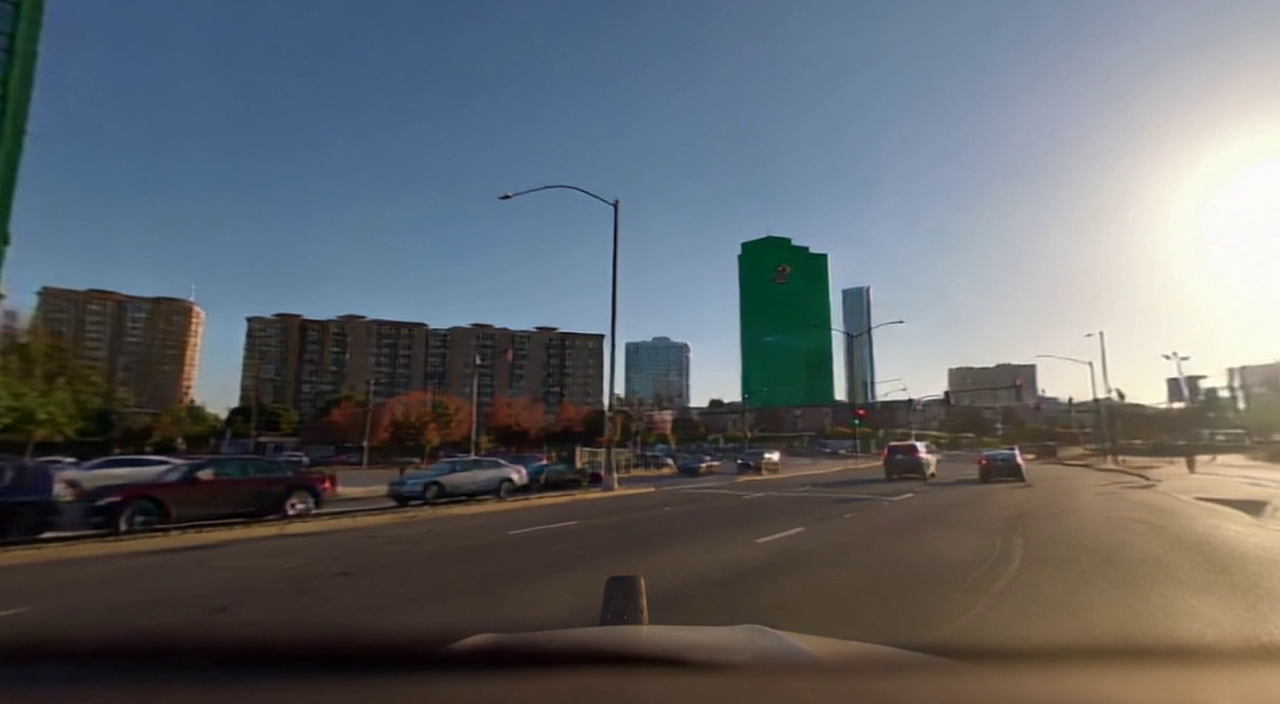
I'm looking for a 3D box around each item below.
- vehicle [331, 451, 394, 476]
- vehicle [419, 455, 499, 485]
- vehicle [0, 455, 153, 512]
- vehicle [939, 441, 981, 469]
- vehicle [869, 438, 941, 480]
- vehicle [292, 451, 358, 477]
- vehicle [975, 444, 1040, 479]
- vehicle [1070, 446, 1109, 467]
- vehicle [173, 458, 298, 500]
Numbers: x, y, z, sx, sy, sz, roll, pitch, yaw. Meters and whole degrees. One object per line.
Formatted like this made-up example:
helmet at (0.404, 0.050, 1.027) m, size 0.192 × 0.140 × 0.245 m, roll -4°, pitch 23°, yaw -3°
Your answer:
vehicle at (-18.492, 7.404, 41.929) m, size 3.990 × 1.502 × 2.113 m, roll -7°, pitch -11°, yaw 38°
vehicle at (-11.037, 7.227, 38.761) m, size 1.875 × 1.600 × 4.604 m, roll -6°, pitch -10°, yaw 33°
vehicle at (-21.283, 4.704, 22.920) m, size 2.011 × 1.803 × 5.127 m, roll -6°, pitch -10°, yaw 35°
vehicle at (21.096, 6.747, 41.479) m, size 1.857 × 1.697 × 4.011 m, roll -6°, pitch -10°, yaw 34°
vehicle at (11.822, 4.680, 27.946) m, size 2.031 × 1.692 × 4.284 m, roll -6°, pitch -10°, yaw 34°
vehicle at (-19.953, 7.068, 39.874) m, size 4.108 × 1.494 × 2.133 m, roll -7°, pitch -10°, yaw 38°
vehicle at (16.798, 4.910, 28.707) m, size 2.041 × 1.444 × 4.710 m, roll -6°, pitch -10°, yaw 35°
vehicle at (34.150, 7.917, 47.944) m, size 1.981 × 1.449 × 4.533 m, roll -5°, pitch -10°, yaw 31°
vehicle at (-17.908, 5.603, 28.101) m, size 1.884 × 1.575 × 4.215 m, roll -5°, pitch -10°, yaw 32°
